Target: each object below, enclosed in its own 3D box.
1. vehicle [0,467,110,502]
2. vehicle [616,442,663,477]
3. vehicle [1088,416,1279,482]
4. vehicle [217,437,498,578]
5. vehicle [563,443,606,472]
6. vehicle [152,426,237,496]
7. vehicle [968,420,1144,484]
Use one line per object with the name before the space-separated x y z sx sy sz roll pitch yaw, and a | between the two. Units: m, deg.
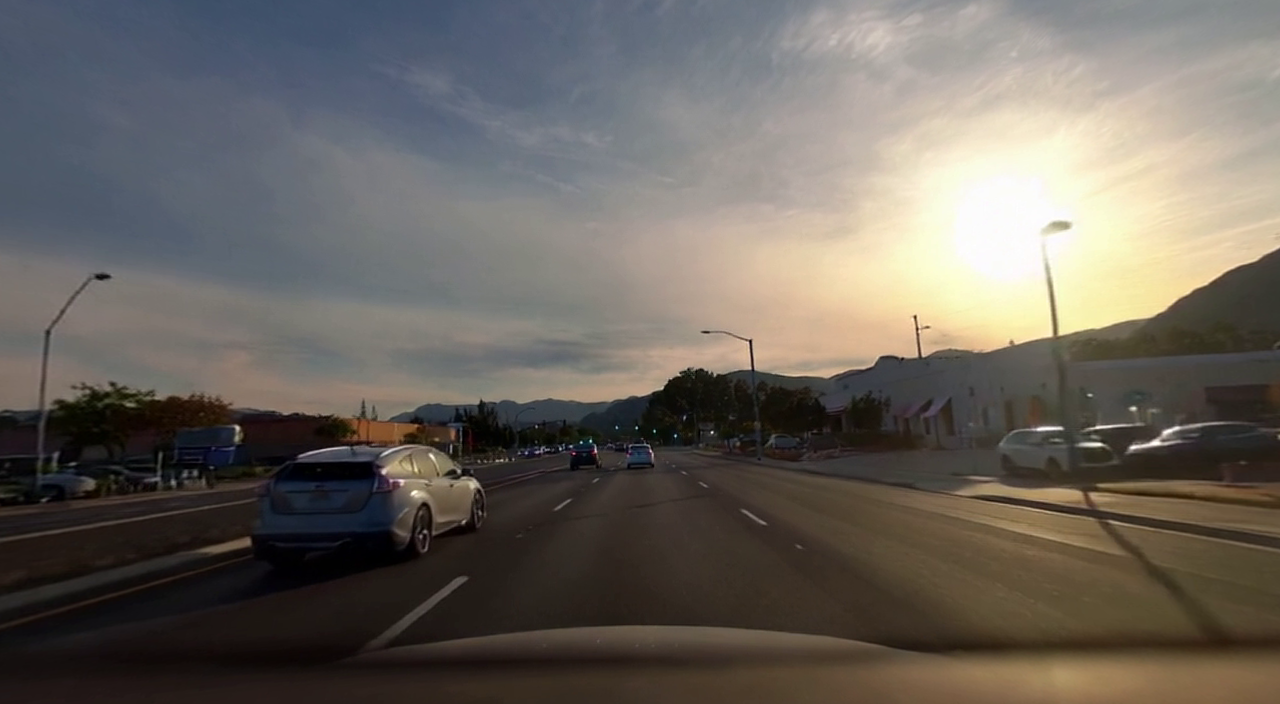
vehicle | -28.923 6.522 31.008 3.910 1.501 1.985 -2 -8 5
vehicle | -0.030 4.919 29.104 2.019 1.459 4.005 0 -8 -1
vehicle | 16.192 2.899 18.958 1.930 1.713 4.756 0 -8 1
vehicle | -3.543 2.007 9.007 2.003 1.488 4.282 0 -8 0
vehicle | -3.053 5.861 35.255 1.939 1.496 4.309 0 -9 1
vehicle | -22.870 5.598 32.521 2.843 3.351 3.542 5 -10 -27
vehicle | 12.934 3.159 20.103 2.072 1.769 5.000 0 -9 -2
